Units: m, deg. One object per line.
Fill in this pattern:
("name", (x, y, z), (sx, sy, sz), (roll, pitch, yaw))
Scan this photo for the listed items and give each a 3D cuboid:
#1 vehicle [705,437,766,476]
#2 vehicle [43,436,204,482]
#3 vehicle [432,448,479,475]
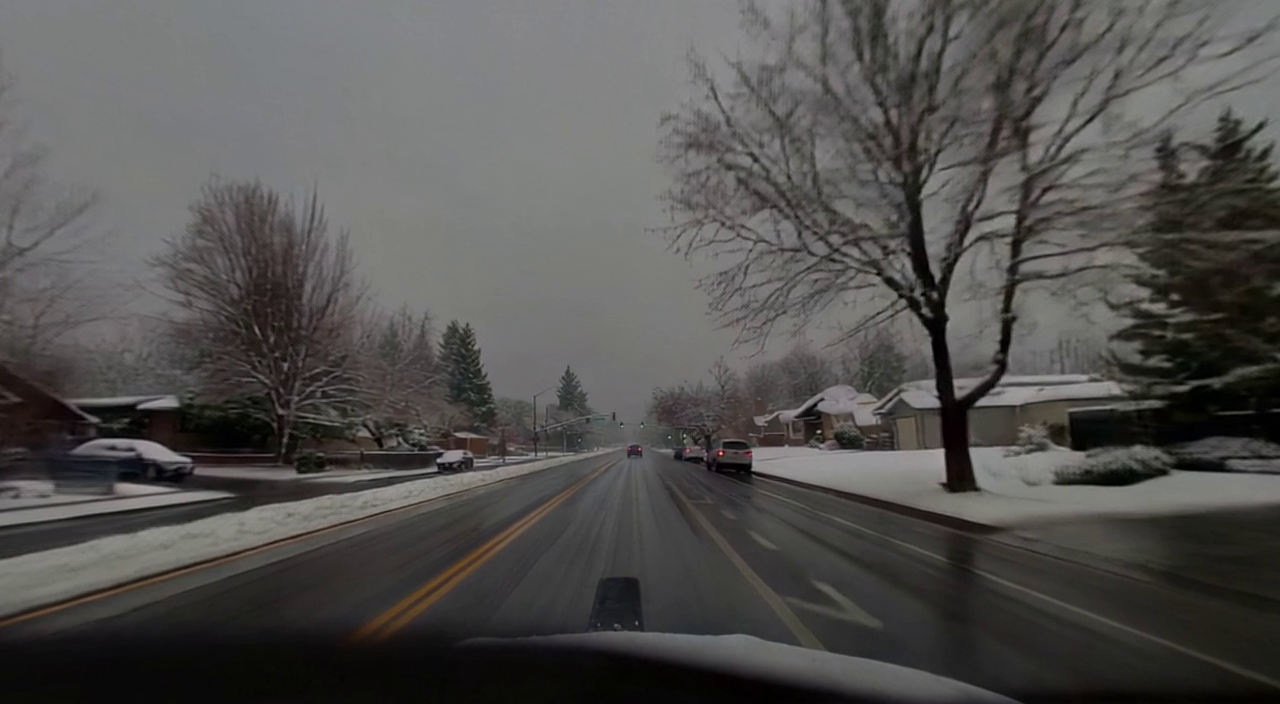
("vehicle", (4.657, 5.219, 31.717), (2.180, 1.782, 4.790), (0, -8, -2))
("vehicle", (-21.158, 4.388, 26.019), (4.853, 1.754, 2.095), (-1, -9, 3))
("vehicle", (-12.419, 7.367, 42.740), (1.939, 1.537, 4.197), (-3, -7, 0))
